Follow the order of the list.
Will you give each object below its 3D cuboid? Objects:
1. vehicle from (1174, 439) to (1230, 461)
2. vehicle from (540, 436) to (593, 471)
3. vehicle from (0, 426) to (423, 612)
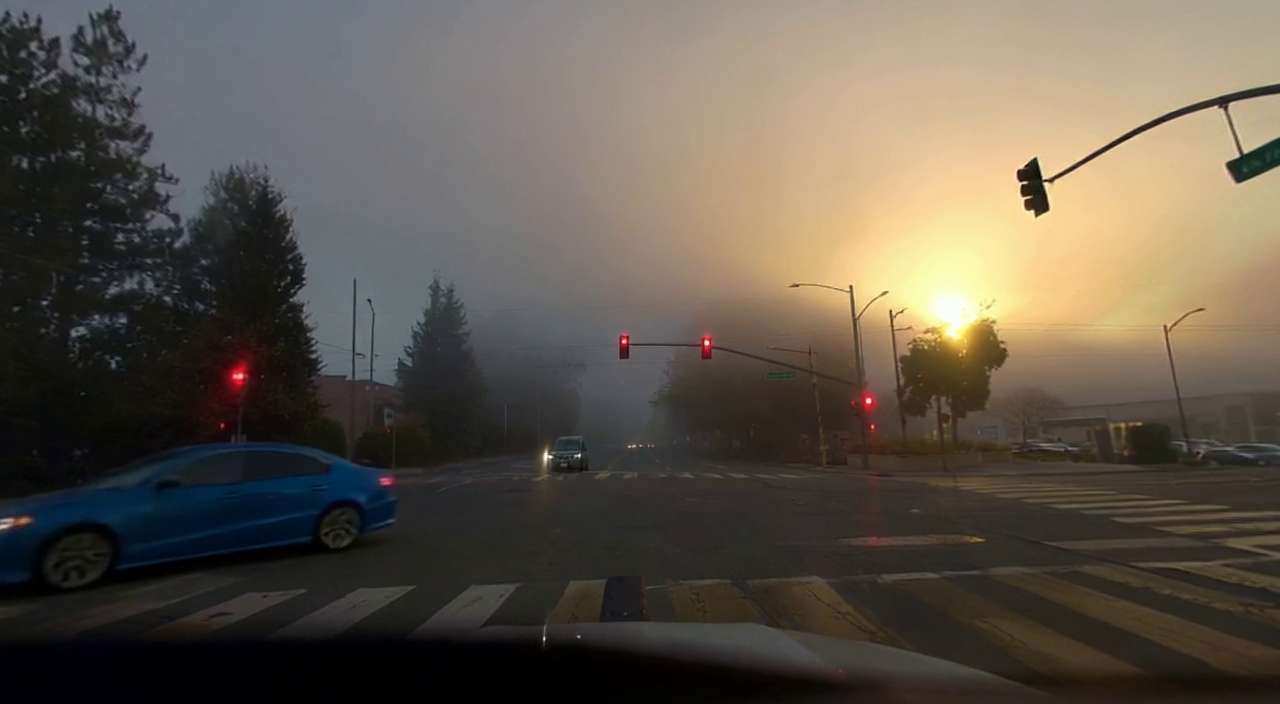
[{"bbox_3d":[42.835,7.459,48.008,4.133,1.561,1.824,5,-10,-29],"label":"vehicle"},{"bbox_3d":[-3.661,5.167,32.241,2.140,1.638,4.259,0,-8,0],"label":"vehicle"},{"bbox_3d":[-5.040,1.728,7.534,1.877,1.523,4.377,-5,-10,31],"label":"vehicle"}]
